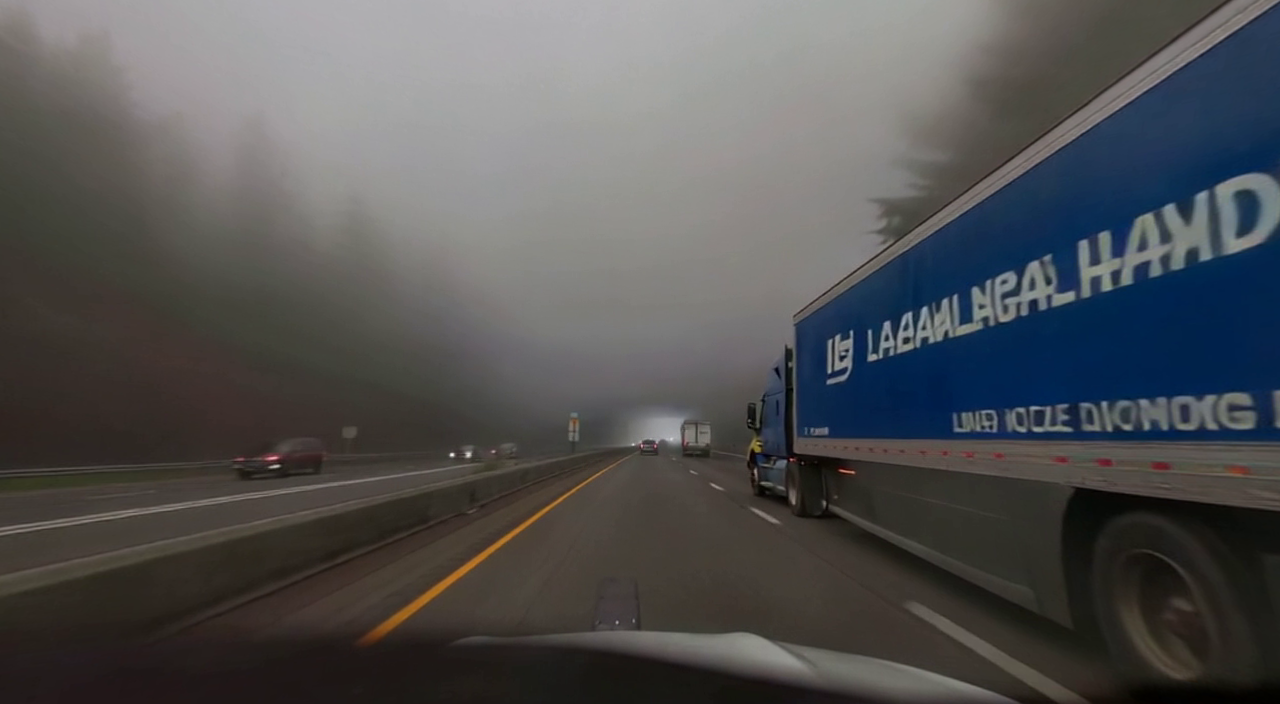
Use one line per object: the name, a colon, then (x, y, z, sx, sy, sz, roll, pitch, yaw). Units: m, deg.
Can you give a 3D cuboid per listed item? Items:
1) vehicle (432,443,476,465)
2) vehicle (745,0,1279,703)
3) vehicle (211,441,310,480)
vehicle: (-13.779, 7.574, 46.967, 1.840, 1.486, 4.462, 0, -8, 2)
vehicle: (4.098, 0.226, 6.577, 3.171, 4.072, 13.784, 0, -8, -2)
vehicle: (-17.743, 5.053, 29.694, 1.885, 1.618, 4.292, 0, -8, 2)
